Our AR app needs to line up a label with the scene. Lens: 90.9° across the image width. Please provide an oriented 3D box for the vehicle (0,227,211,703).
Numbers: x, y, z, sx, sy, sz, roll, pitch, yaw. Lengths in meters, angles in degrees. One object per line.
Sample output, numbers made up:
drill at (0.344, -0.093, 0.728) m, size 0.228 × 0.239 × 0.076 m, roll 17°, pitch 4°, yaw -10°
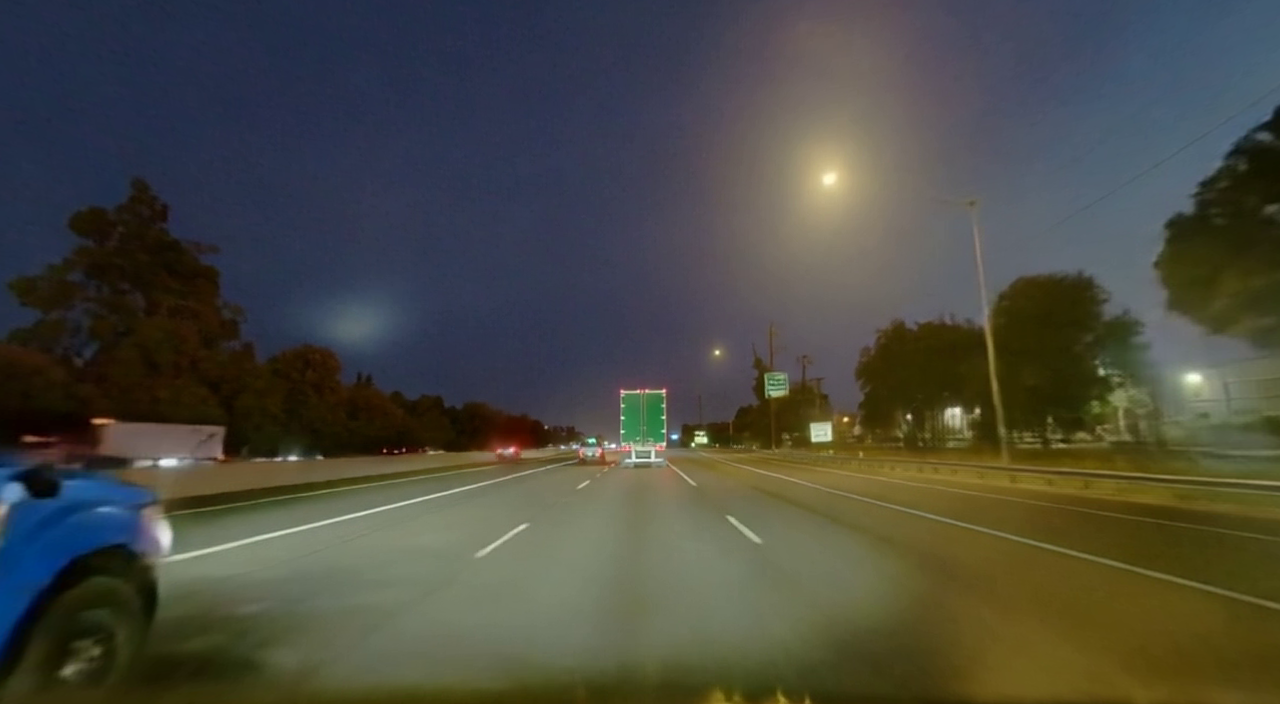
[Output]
vehicle at (-3.766, 0.298, 0.100) m, size 2.749 × 2.141 × 6.515 m, roll 0°, pitch -8°, yaw 1°

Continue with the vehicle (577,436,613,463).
vehicle at (-3.317, 7.270, 47.268) m, size 2.293 × 1.923 × 5.141 m, roll 0°, pitch -8°, yaw 0°

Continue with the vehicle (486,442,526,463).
vehicle at (-10.473, 7.873, 49.593) m, size 2.012 × 1.509 × 4.789 m, roll 0°, pitch -8°, yaw 1°

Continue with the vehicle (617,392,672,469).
vehicle at (0.306, 5.103, 40.023) m, size 2.879 × 4.085 × 13.125 m, roll 0°, pitch -8°, yaw 1°
